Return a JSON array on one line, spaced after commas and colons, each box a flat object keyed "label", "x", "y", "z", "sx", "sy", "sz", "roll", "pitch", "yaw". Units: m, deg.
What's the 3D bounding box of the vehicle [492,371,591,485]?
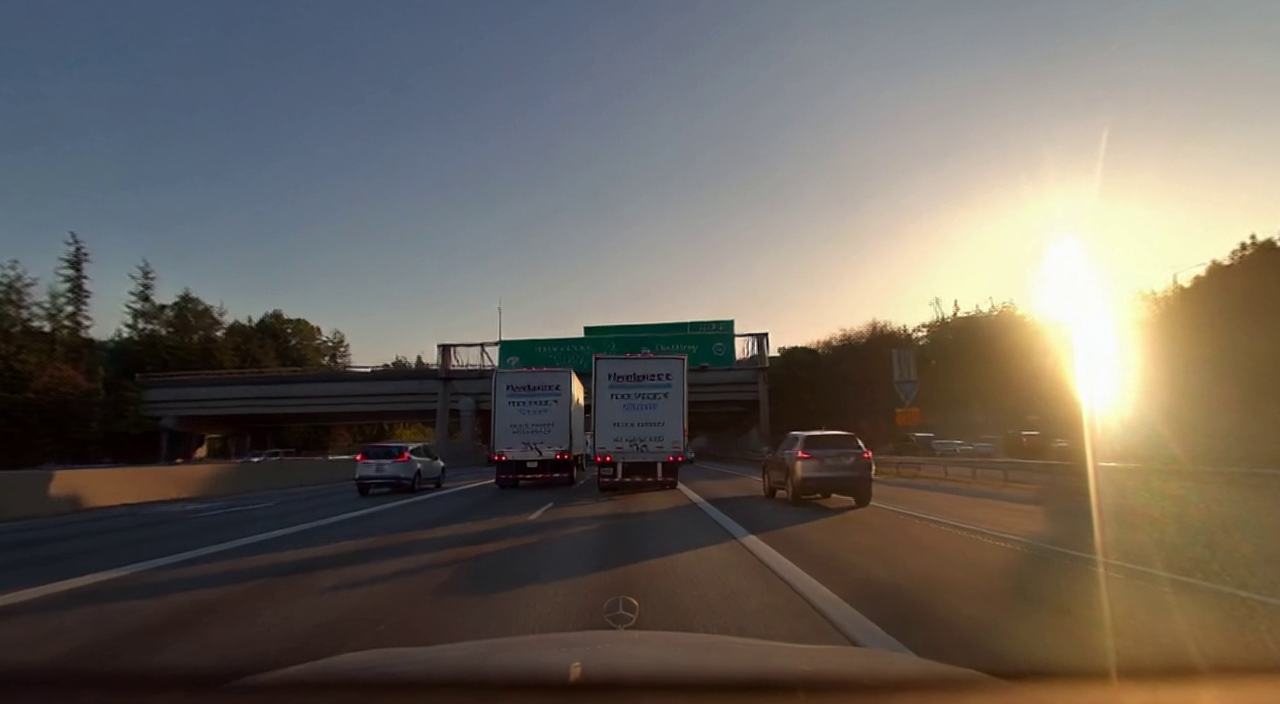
[{"label": "vehicle", "x": -3.979, "y": 3.562, "z": 28.493, "sx": 2.888, "sy": 4.154, "sz": 10.960, "roll": 0, "pitch": -9, "yaw": -1}]

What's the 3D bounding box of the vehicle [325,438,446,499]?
[{"label": "vehicle", "x": -7.863, "y": 3.623, "z": 20.045, "sx": 2.017, "sy": 1.694, "sz": 4.420, "roll": 0, "pitch": -9, "yaw": -1}]

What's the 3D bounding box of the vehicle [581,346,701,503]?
[{"label": "vehicle", "x": -0.035, "y": 2.473, "z": 20.392, "sx": 2.910, "sy": 3.828, "sz": 9.805, "roll": 0, "pitch": -9, "yaw": -1}]

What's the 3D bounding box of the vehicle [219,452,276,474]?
[{"label": "vehicle", "x": -28.236, "y": 7.986, "z": 45.540, "sx": 1.719, "sy": 1.444, "sz": 3.739, "roll": 0, "pitch": -9, "yaw": -1}]

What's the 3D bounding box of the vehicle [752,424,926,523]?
[{"label": "vehicle", "x": 4.004, "y": 2.532, "z": 13.753, "sx": 2.136, "sy": 1.753, "sz": 4.644, "roll": 0, "pitch": -9, "yaw": -2}]
